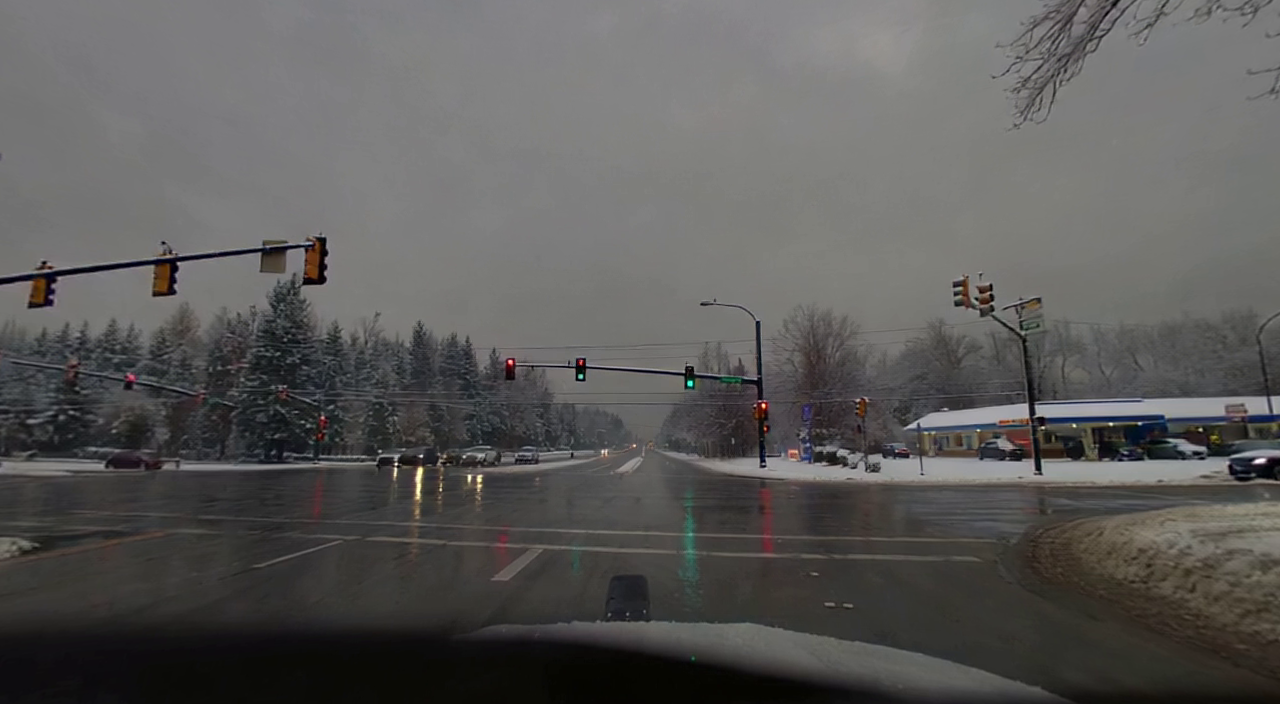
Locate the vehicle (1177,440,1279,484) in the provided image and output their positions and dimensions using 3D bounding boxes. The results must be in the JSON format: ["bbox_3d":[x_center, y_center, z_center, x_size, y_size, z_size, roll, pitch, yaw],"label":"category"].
[{"bbox_3d":[22.089,3.785,21.843,4.716,1.455,2.060,-3,-9,17],"label":"vehicle"}]

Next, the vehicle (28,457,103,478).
[{"bbox_3d":[-42.308,8.481,46.447,4.465,1.469,1.971,-3,-9,17],"label":"vehicle"}]
